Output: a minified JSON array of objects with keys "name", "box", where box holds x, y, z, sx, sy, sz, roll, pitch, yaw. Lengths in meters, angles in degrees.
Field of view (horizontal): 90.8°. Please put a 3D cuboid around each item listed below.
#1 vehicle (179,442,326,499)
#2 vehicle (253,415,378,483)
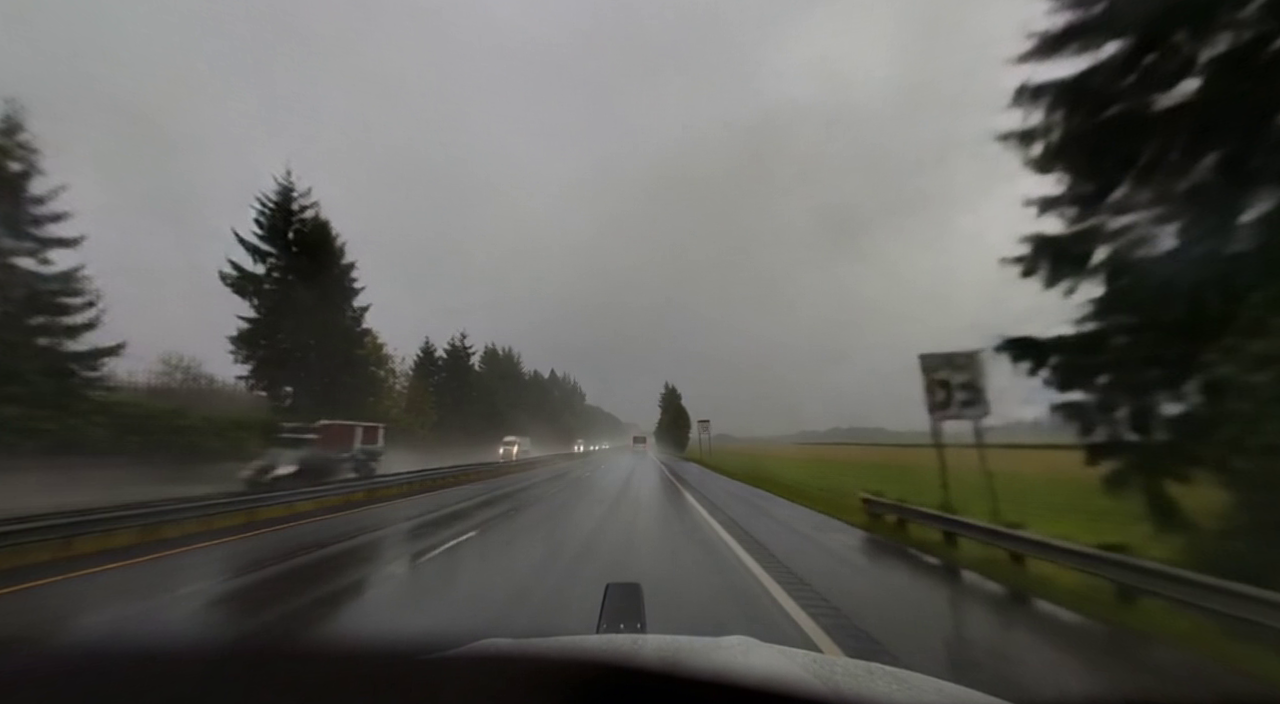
[{"name":"vehicle","box":[-12.242,3.744,20.346,1.903,1.592,4.451,0,-9,0]},{"name":"vehicle","box":[-16.594,5.083,33.010,2.573,3.131,7.517,0,-9,-1]}]
